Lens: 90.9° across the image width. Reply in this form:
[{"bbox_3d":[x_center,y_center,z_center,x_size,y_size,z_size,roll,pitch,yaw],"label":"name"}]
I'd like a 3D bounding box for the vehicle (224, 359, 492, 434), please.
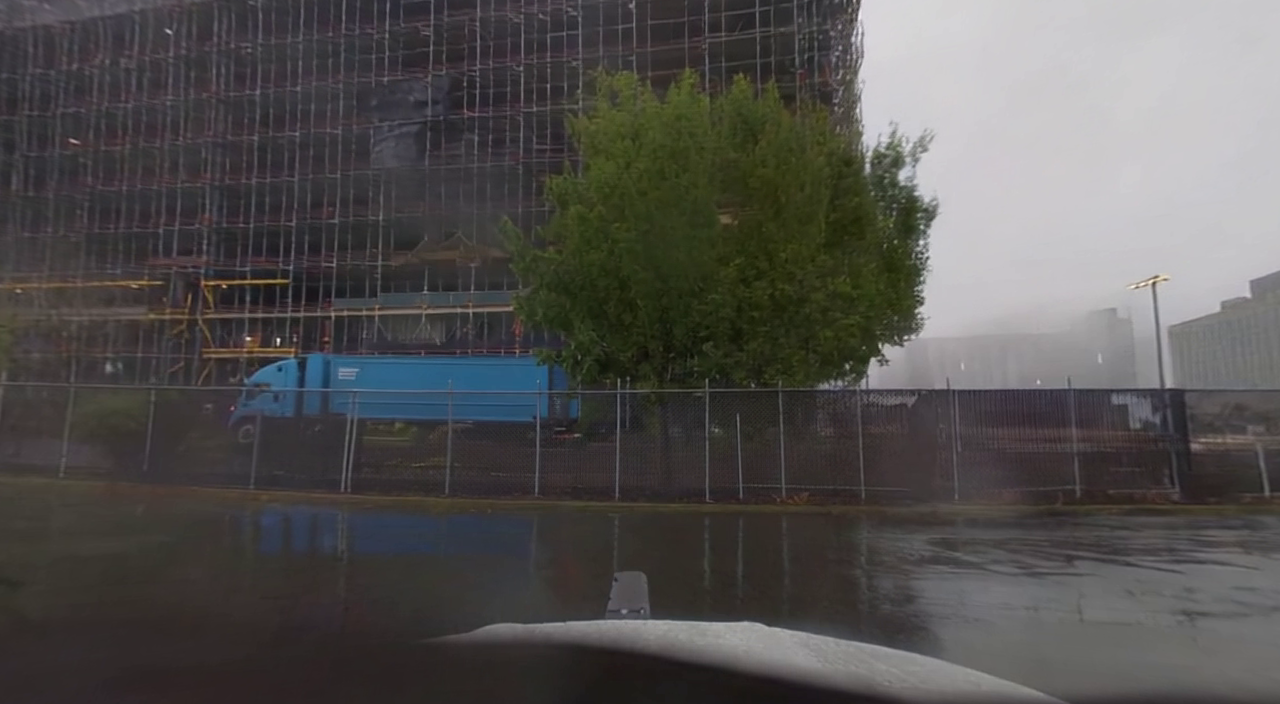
[{"bbox_3d":[-16.190,2.741,37.243,14.067,4.099,2.832,1,-9,-5],"label":"vehicle"}]
